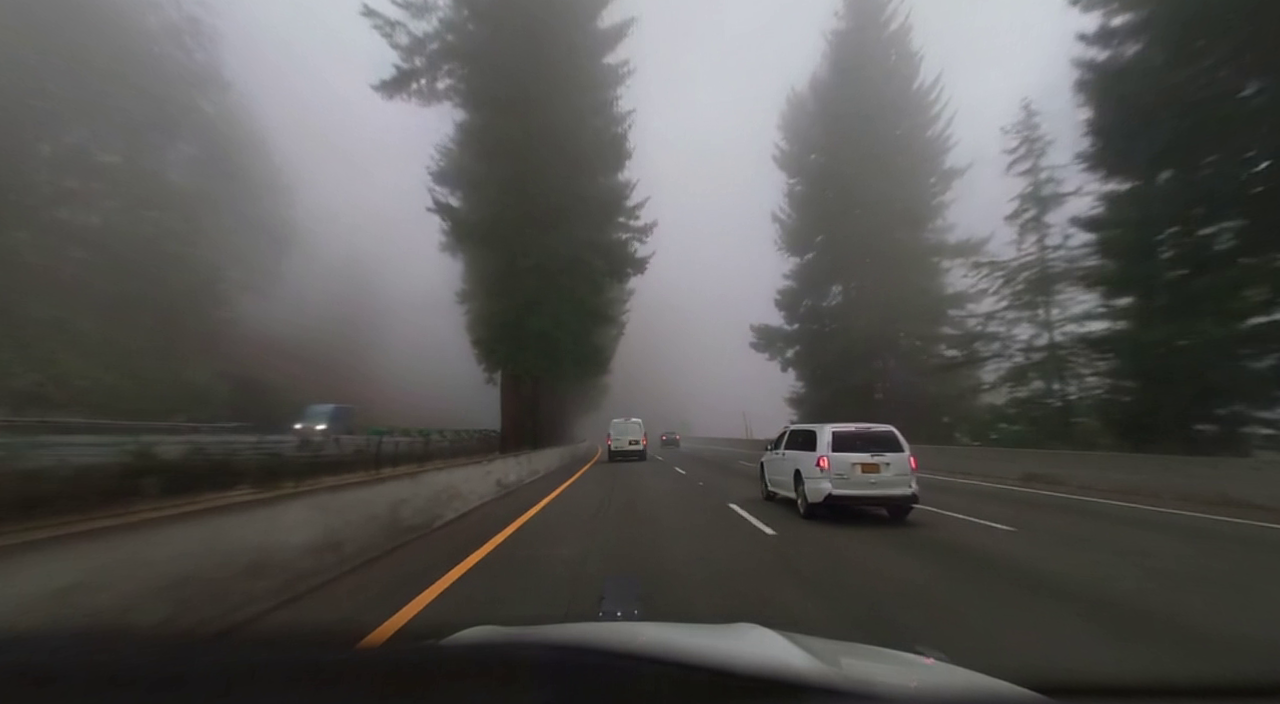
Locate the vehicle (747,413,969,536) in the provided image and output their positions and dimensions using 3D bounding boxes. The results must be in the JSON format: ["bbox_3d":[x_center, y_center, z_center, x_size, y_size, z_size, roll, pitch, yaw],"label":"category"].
[{"bbox_3d":[3.243,1.899,10.407,2.078,1.600,4.012,0,-8,-2],"label":"vehicle"}]

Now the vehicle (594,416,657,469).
[{"bbox_3d":[-0.602,3.775,26.360,2.403,1.994,4.683,0,-8,-1],"label":"vehicle"}]

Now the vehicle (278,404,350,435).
[{"bbox_3d":[-22.831,4.831,44.474,2.272,1.959,5.410,0,-8,-2],"label":"vehicle"}]
